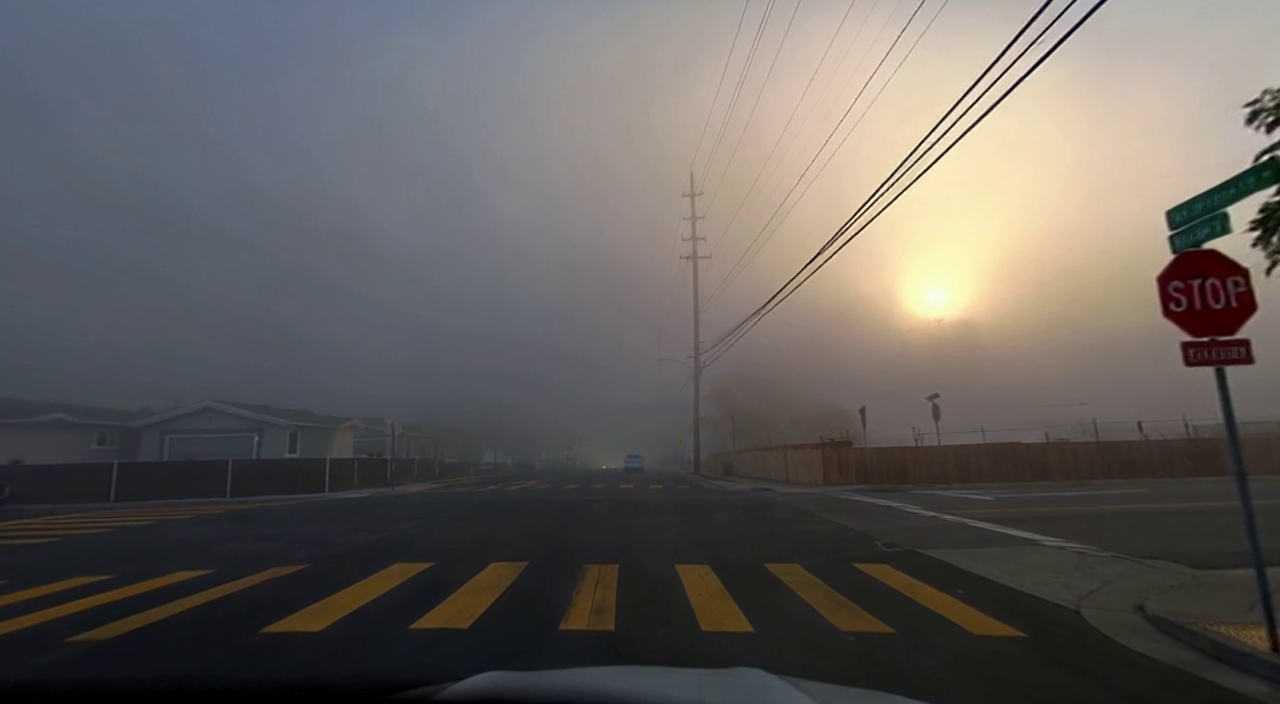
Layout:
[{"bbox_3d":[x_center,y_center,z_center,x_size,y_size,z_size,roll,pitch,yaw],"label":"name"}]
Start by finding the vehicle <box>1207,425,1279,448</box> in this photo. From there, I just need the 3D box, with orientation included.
[{"bbox_3d":[44.588,6.116,45.670,2.251,1.596,5.193,0,-8,0],"label":"vehicle"}]

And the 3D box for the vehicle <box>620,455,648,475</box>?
[{"bbox_3d":[-0.474,8.803,49.340,2.064,1.477,3.968,0,-9,0],"label":"vehicle"}]
